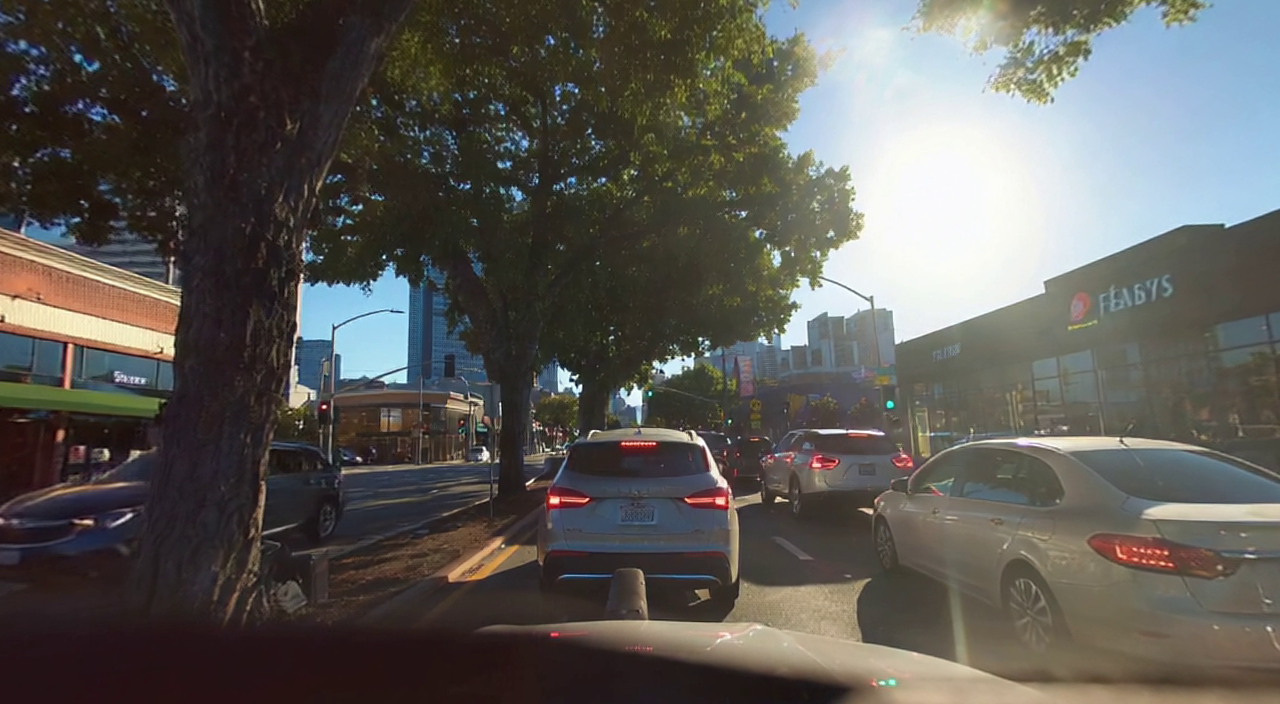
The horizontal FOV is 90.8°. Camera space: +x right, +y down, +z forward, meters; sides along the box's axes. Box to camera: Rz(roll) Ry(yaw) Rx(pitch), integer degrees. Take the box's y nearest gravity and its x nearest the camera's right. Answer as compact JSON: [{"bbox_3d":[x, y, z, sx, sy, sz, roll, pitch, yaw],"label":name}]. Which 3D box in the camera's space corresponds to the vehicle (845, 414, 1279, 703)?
[{"bbox_3d":[3.394,1.369,5.305,1.988,1.480,4.195,0,-9,1],"label":"vehicle"}]

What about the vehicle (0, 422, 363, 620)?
[{"bbox_3d":[-5.227,1.691,7.392,1.898,1.542,4.689,0,-9,-1],"label":"vehicle"}]

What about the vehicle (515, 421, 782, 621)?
[{"bbox_3d":[0.057,1.544,6.614,2.006,1.487,3.535,0,-9,0],"label":"vehicle"}]
